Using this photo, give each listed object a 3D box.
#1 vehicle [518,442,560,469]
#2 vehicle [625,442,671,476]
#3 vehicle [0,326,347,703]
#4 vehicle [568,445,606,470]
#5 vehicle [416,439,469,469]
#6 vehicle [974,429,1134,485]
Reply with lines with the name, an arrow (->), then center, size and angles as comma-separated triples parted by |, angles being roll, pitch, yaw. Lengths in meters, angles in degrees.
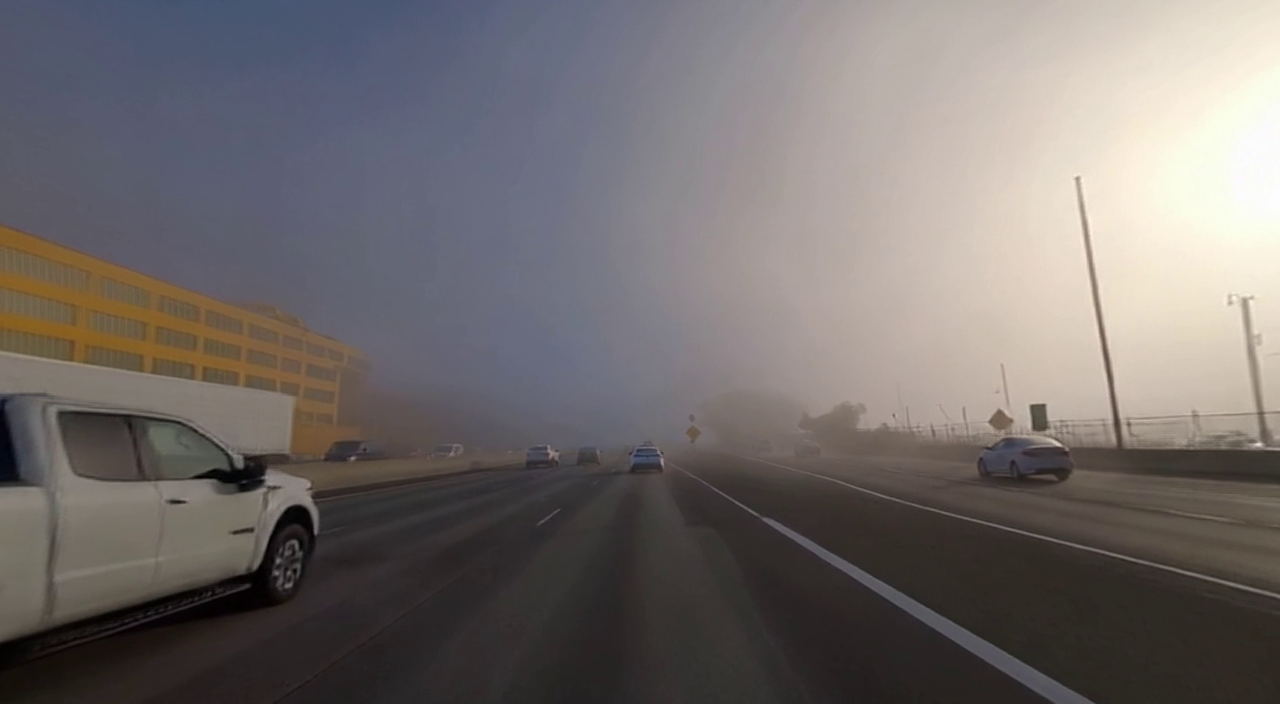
vehicle -> -7.131, 7.307, 44.842 | 2.106, 1.827, 4.814 | -1, -8, 1
vehicle -> 0.362, 5.237, 31.065 | 2.107, 1.538, 3.999 | 0, -8, 0
vehicle -> -3.885, 0.919, 3.262 | 2.250, 1.872, 5.038 | -1, -8, 1
vehicle -> -3.451, 6.893, 41.647 | 2.059, 1.508, 4.662 | -1, -8, 0
vehicle -> -13.255, 6.878, 42.722 | 2.013, 1.851, 4.772 | -1, -8, 1
vehicle -> 12.320, 3.154, 19.222 | 1.966, 1.484, 4.610 | -1, -8, 3
